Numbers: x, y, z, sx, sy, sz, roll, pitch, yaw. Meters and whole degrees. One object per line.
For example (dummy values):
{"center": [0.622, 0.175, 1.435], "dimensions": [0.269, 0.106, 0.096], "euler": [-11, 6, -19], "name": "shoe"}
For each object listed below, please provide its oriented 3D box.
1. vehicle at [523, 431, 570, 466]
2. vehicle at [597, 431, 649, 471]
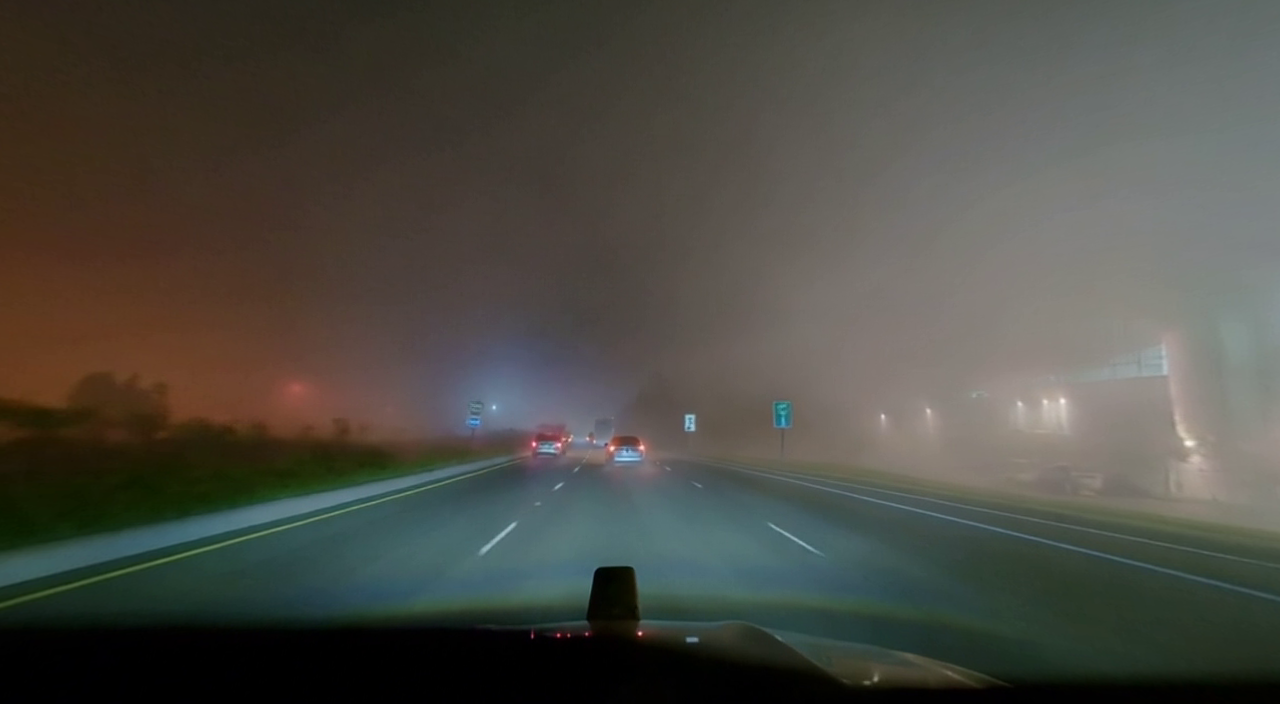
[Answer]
{"center": [-4.957, 5.147, 33.803], "dimensions": [2.080, 1.733, 4.410], "euler": [0, -8, -3], "name": "vehicle"}
{"center": [-0.815, 4.289, 27.510], "dimensions": [2.078, 1.608, 3.982], "euler": [0, -8, -4], "name": "vehicle"}
